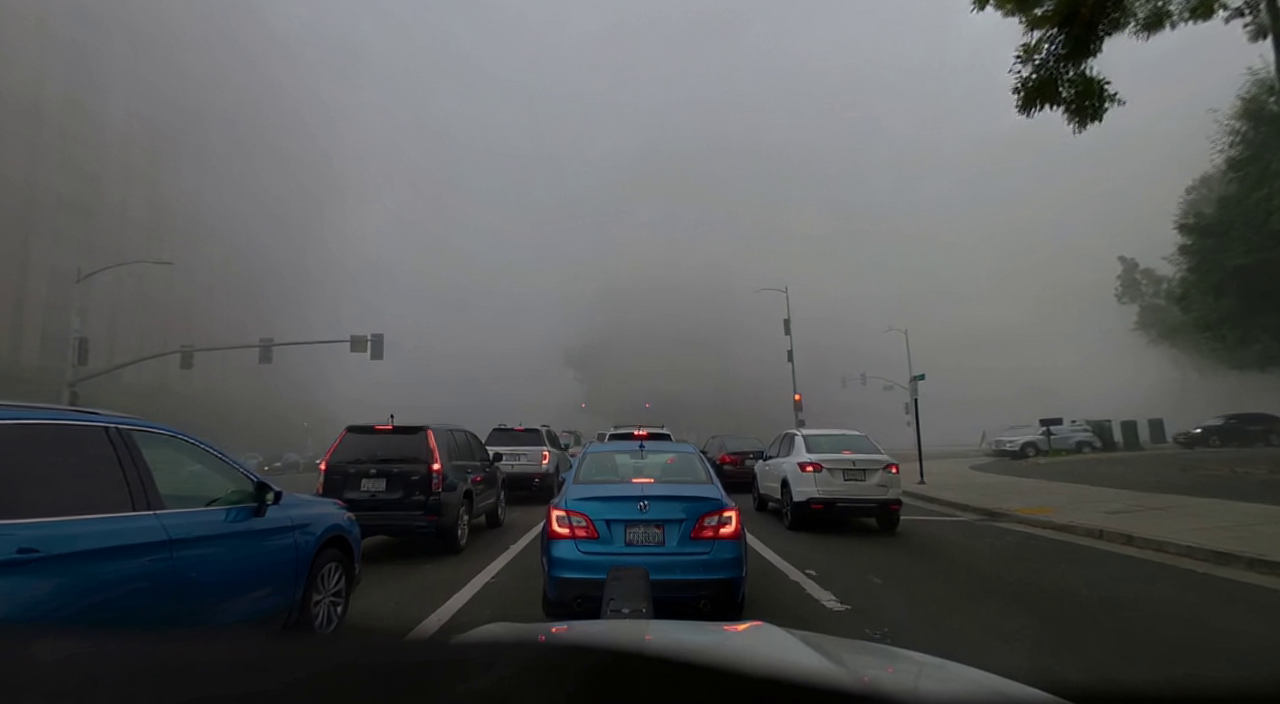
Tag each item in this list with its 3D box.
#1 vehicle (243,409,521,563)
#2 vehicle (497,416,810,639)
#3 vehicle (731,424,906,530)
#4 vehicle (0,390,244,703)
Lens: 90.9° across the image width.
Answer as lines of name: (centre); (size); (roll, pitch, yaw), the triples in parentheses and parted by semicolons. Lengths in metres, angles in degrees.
vehicle: (-3.368, 1.865, 9.498); (2.168, 1.719, 4.561); (-1, -9, 1)
vehicle: (0.088, 1.504, 6.384); (2.147, 1.507, 3.953); (0, -8, 0)
vehicle: (3.160, 2.317, 12.241); (2.110, 1.661, 4.295); (0, -9, 0)
vehicle: (-3.401, 0.749, 1.241); (2.144, 1.505, 4.635); (-1, -9, 1)
